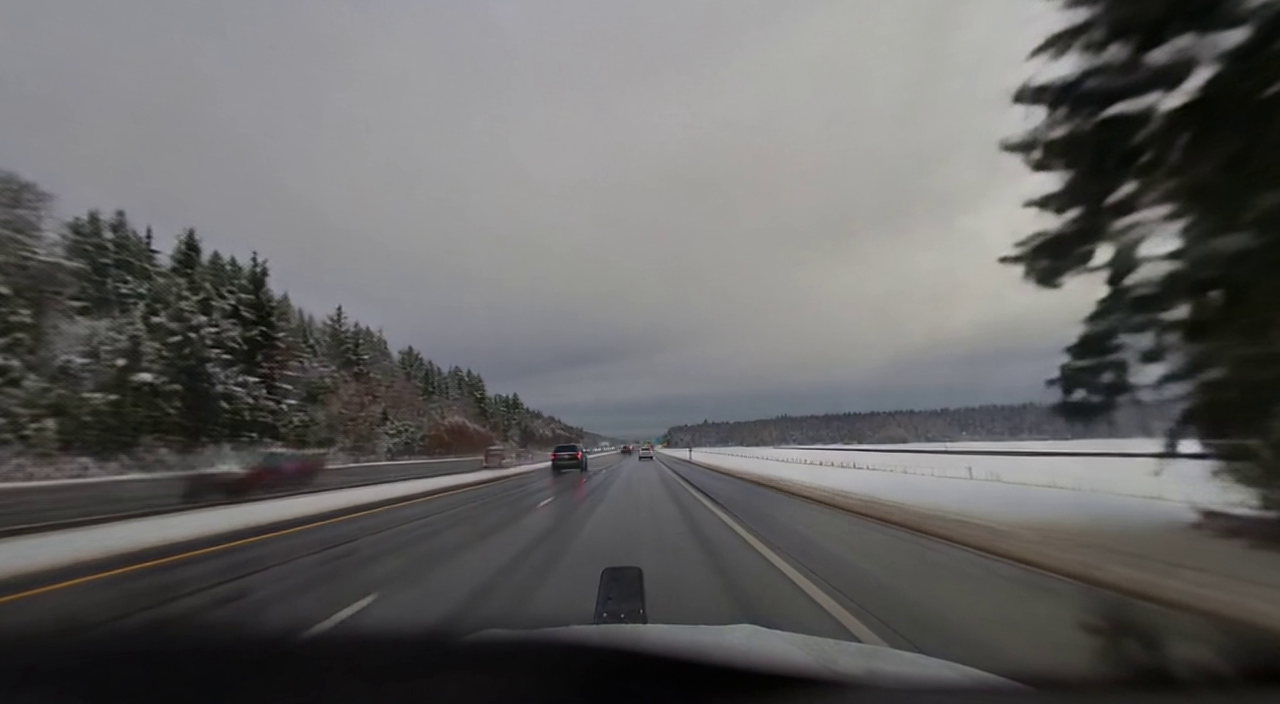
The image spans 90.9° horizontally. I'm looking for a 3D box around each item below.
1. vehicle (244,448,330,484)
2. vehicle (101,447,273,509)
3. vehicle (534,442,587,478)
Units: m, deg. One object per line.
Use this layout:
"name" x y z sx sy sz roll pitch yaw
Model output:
"vehicle" -16.891 5.463 30.389 1.825 1.578 4.022 0 -9 0
"vehicle" -12.672 3.515 18.036 1.857 1.533 4.082 0 -9 0
"vehicle" -4.005 5.539 32.518 2.095 1.664 4.305 0 -9 1
